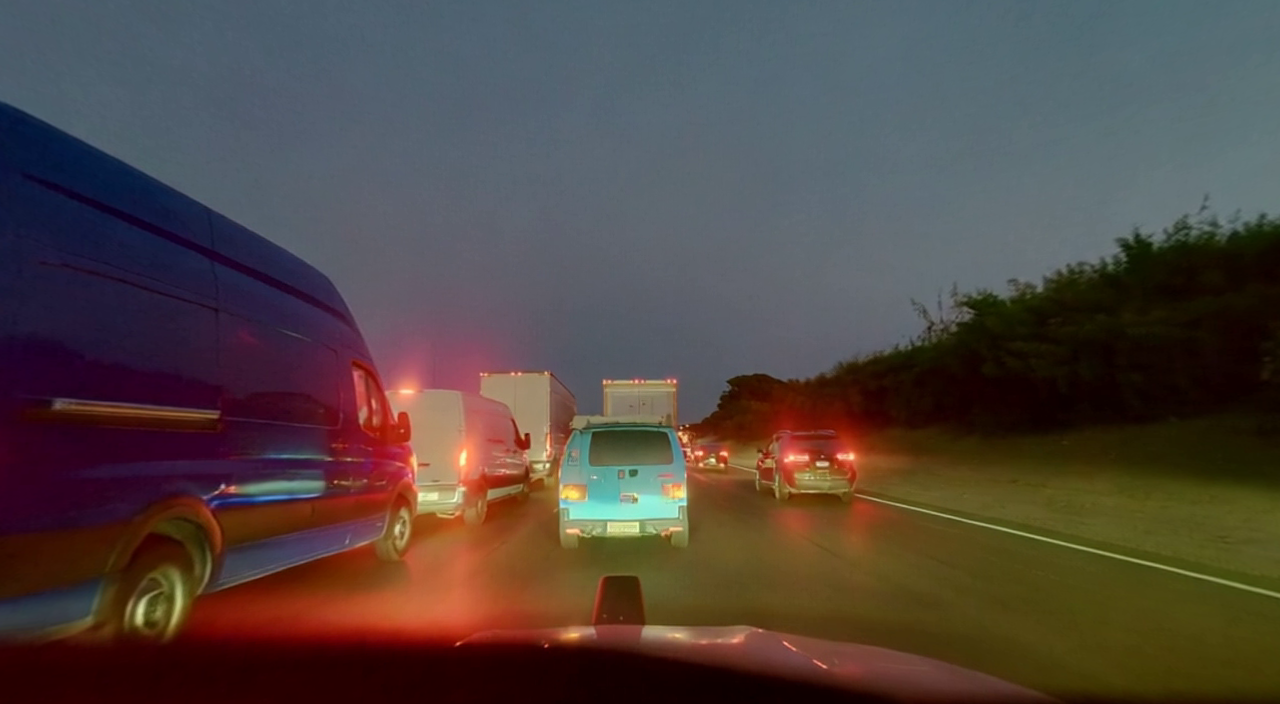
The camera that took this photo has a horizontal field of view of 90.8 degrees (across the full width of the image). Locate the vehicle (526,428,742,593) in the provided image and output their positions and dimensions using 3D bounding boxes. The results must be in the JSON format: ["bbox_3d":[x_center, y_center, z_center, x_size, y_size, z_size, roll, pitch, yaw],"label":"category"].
[{"bbox_3d":[-0.096,1.734,7.607,1.995,1.495,3.380,0,-9,-1],"label":"vehicle"}]

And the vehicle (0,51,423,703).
[{"bbox_3d":[-4.031,0.528,5.258,2.254,2.879,6.656,0,-9,-2],"label":"vehicle"}]
